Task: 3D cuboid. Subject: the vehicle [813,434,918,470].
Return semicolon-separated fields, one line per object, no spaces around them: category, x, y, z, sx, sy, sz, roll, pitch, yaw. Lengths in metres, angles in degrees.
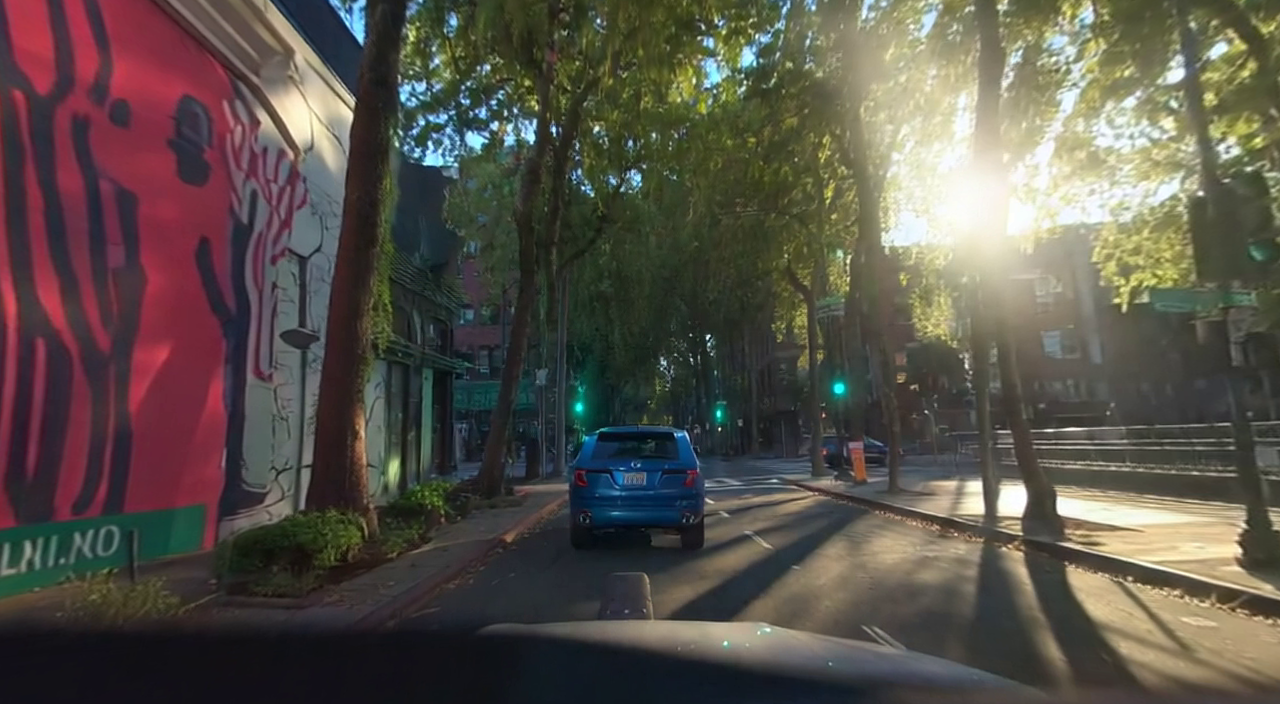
vehicle;13.662;6.030;38.311;5.513;2.063;2.448;2;-9;-15

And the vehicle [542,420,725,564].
vehicle;-0.078;1.884;9.192;2.079;1.621;3.861;0;-8;0
